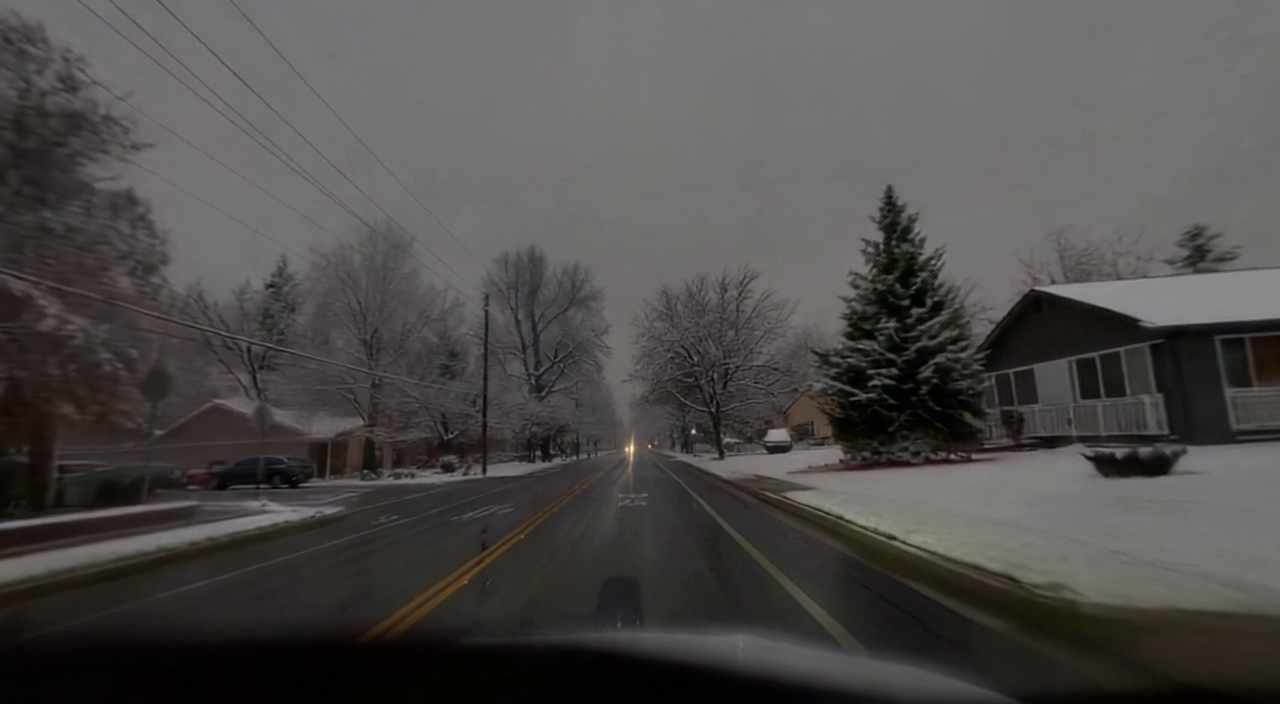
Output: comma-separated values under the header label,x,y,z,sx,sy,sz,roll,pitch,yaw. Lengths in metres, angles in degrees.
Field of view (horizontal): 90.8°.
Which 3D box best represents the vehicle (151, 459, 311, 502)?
label,x,y,z,sx,sy,sz,roll,pitch,yaw
vehicle,-14.960,4.678,23.233,4.779,1.453,1.970,-2,-9,10
